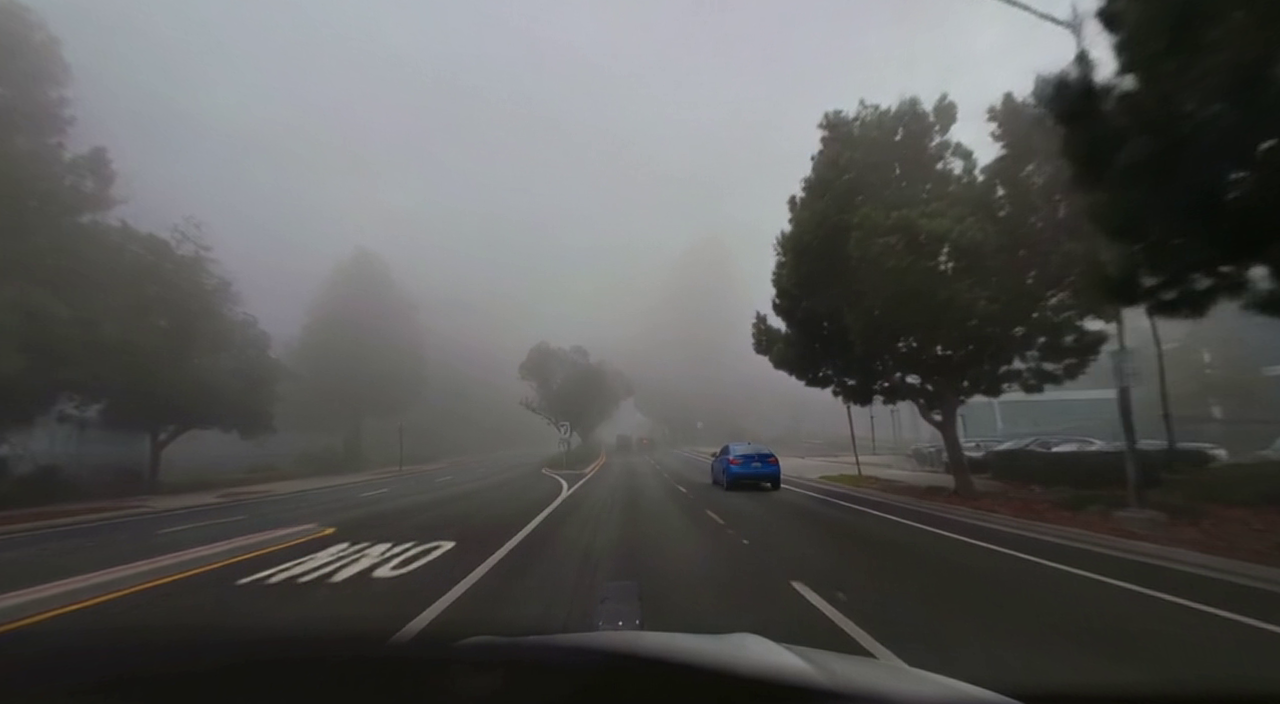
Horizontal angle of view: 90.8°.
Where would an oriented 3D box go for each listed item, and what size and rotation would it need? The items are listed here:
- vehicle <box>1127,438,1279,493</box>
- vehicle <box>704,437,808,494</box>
[{"bbox_3d":[19.546,3.844,21.397,4.418,1.418,1.873,-4,-14,-2],"label":"vehicle"},{"bbox_3d":[3.320,3.354,19.074,2.114,1.493,4.430,0,-8,-2],"label":"vehicle"}]
